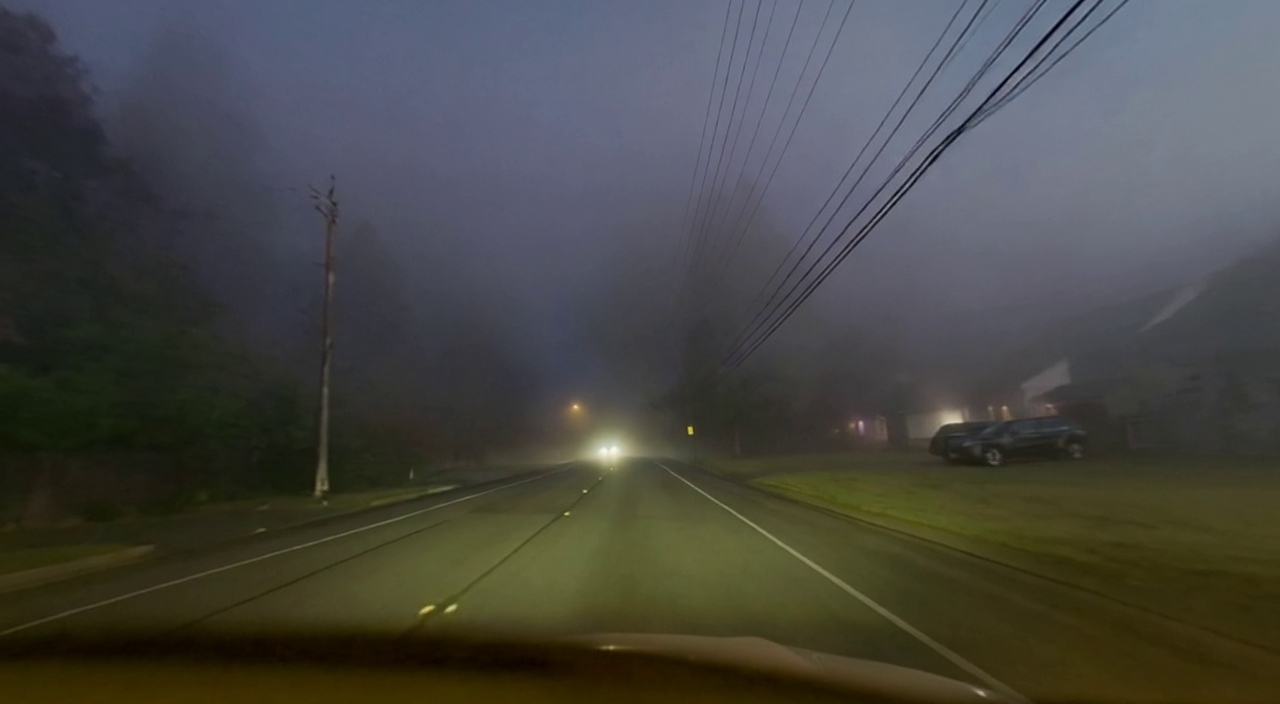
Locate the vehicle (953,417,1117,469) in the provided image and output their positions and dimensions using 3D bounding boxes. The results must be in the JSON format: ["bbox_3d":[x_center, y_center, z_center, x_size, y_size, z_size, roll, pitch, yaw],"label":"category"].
[{"bbox_3d":[14.078,3.267,22.687,4.512,1.701,2.017,-1,-8,-2],"label":"vehicle"}]
